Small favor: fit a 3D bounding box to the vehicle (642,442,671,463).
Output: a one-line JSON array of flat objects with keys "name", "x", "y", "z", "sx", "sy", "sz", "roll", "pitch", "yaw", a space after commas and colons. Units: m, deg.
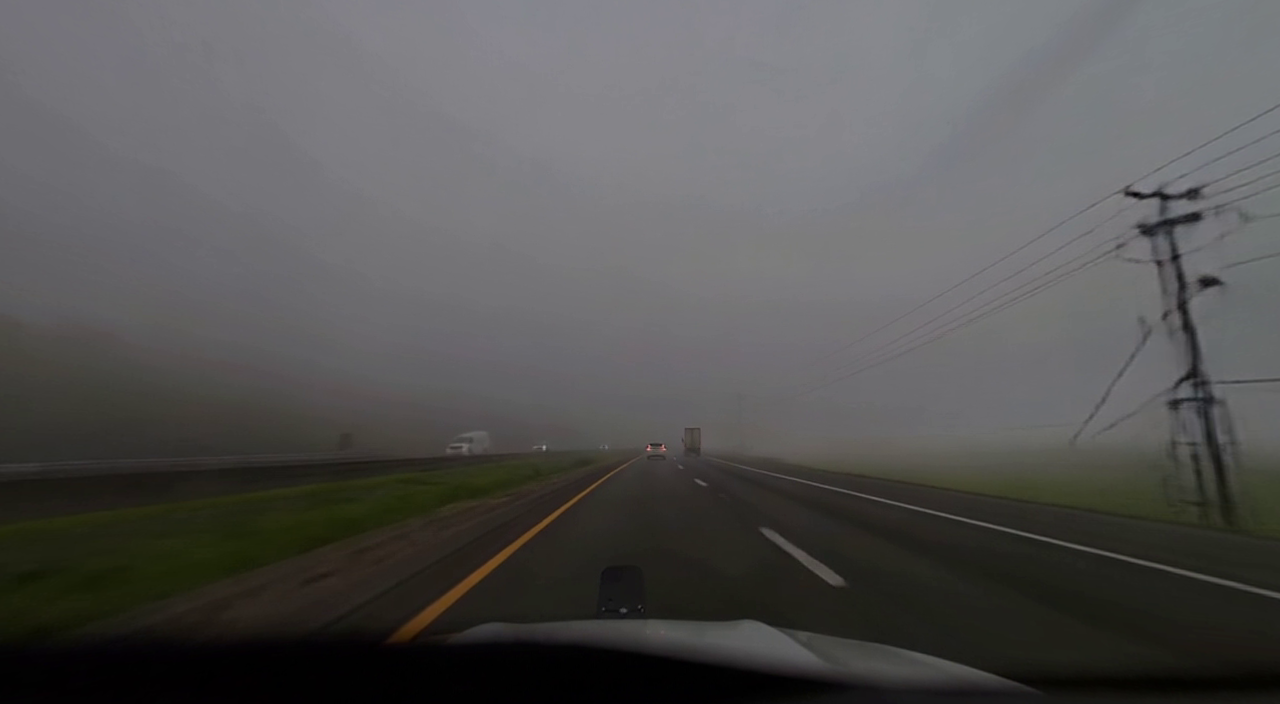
[{"name": "vehicle", "x": 1.291, "y": 7.825, "z": 49.108, "sx": 2.192, "sy": 1.556, "sz": 4.132, "roll": -1, "pitch": -8, "yaw": 1}]
